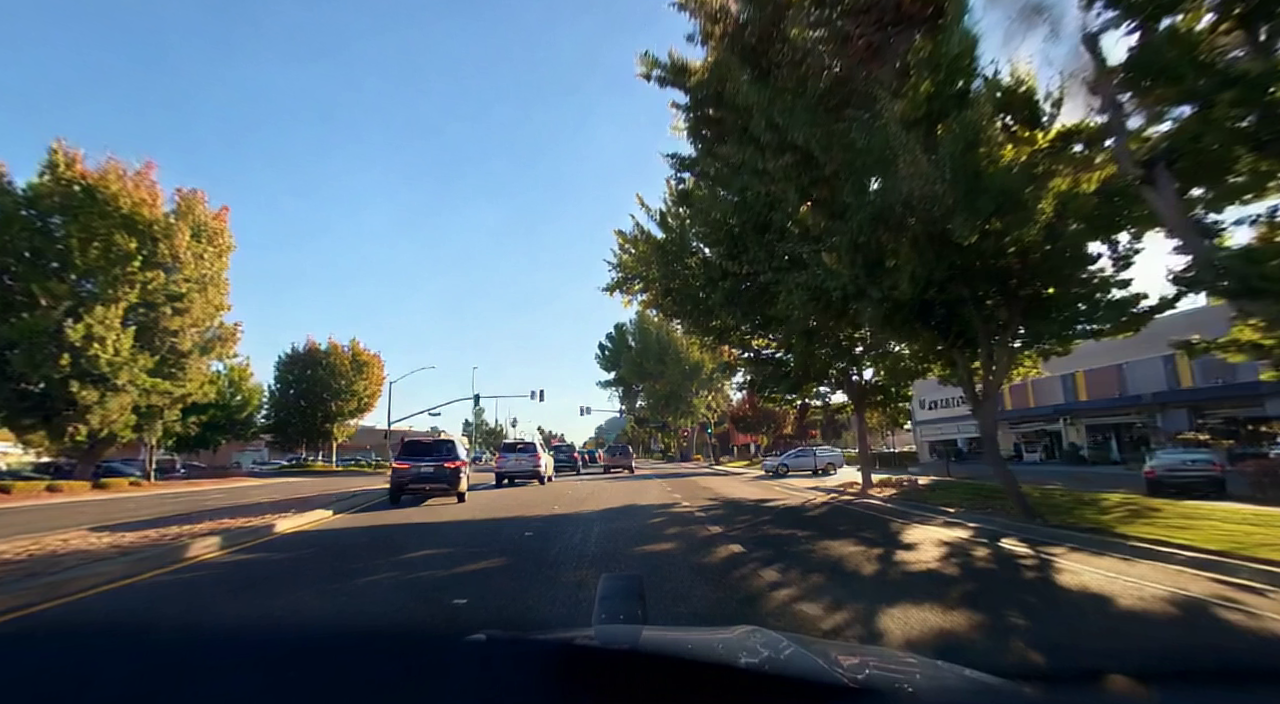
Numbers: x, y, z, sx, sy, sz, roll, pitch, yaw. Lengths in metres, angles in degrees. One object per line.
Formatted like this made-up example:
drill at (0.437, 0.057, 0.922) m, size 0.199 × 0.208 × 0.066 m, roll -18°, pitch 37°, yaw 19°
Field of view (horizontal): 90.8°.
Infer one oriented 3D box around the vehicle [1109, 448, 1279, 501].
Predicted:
vehicle at (17.439, 3.706, 19.380) m, size 4.683 × 1.457 × 1.906 m, roll 0°, pitch -9°, yaw -5°

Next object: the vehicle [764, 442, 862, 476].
vehicle at (9.424, 5.809, 34.559) m, size 4.734 × 1.726 × 2.039 m, roll 2°, pitch -9°, yaw -12°

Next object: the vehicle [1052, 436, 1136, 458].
vehicle at (31.355, 6.580, 43.684) m, size 4.352 × 1.482 × 1.954 m, roll 0°, pitch -9°, yaw -4°

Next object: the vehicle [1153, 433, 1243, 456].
vehicle at (38.639, 6.413, 43.822) m, size 4.436 × 1.481 × 1.886 m, roll -1°, pitch -8°, yaw -2°

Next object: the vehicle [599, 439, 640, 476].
vehicle at (-1.092, 5.578, 33.693) m, size 2.061 × 1.809 × 4.141 m, roll 0°, pitch -8°, yaw -2°

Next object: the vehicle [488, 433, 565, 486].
vehicle at (-4.326, 4.211, 25.037) m, size 2.159 × 1.877 × 4.925 m, roll 0°, pitch -8°, yaw 0°

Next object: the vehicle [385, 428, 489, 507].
vehicle at (-5.295, 3.032, 17.127) m, size 2.093 × 1.803 × 4.668 m, roll 1°, pitch -9°, yaw -11°
